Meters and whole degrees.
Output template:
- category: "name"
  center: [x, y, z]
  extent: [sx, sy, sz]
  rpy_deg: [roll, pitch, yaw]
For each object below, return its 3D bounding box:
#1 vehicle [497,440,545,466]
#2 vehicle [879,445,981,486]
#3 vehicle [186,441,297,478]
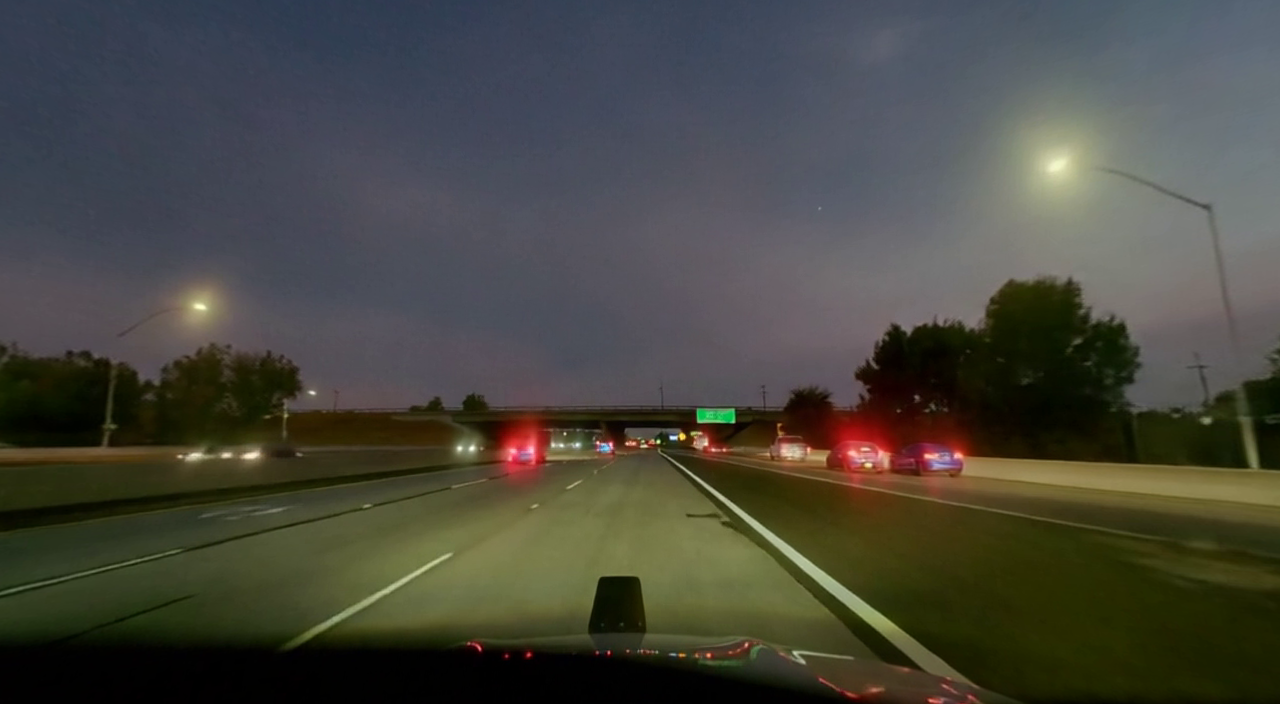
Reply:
- category: "vehicle"
  center: [-7.118, 6.078, 38.069]
  extent: [1.987, 1.486, 4.174]
  rpy_deg: [0, -8, 2]
- category: "vehicle"
  center: [11.891, 4.641, 26.198]
  extent: [2.000, 1.515, 4.188]
  rpy_deg: [1, -8, -4]
- category: "vehicle"
  center: [-17.842, 4.801, 28.548]
  extent: [1.909, 1.530, 4.596]
  rpy_deg: [0, -8, 1]
